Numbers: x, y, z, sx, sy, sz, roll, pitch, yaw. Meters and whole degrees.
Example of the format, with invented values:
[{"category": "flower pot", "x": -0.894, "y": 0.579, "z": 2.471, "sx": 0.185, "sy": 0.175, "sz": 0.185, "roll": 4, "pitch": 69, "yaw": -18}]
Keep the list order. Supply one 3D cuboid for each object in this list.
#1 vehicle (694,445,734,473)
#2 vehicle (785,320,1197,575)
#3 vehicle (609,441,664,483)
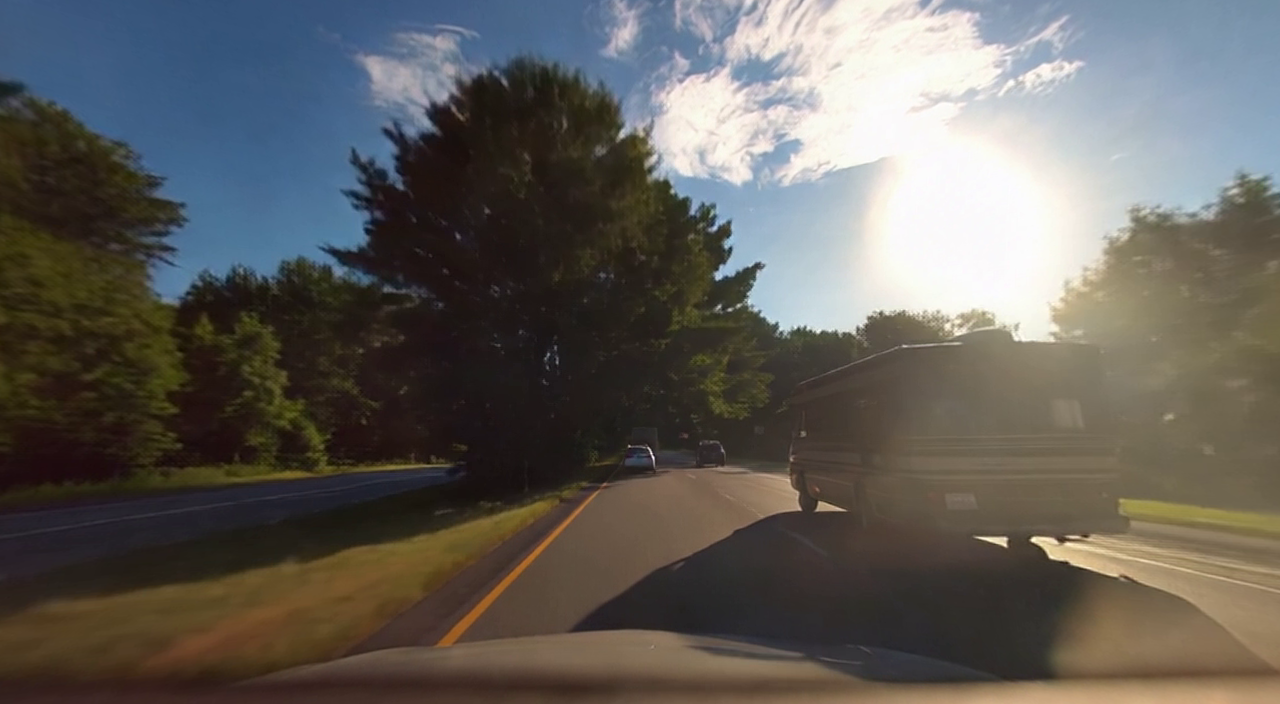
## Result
[{"category": "vehicle", "x": 4.063, "y": 5.929, "z": 35.042, "sx": 1.757, "sy": 1.459, "sz": 3.398, "roll": 0, "pitch": -9, "yaw": -1}, {"category": "vehicle", "x": 4.687, "y": 1.585, "z": 10.571, "sx": 2.745, "sy": 2.832, "sz": 7.035, "roll": 0, "pitch": -9, "yaw": 0}, {"category": "vehicle", "x": -0.174, "y": 4.575, "z": 26.397, "sx": 2.120, "sy": 1.575, "sz": 4.018, "roll": 0, "pitch": -9, "yaw": -1}]
